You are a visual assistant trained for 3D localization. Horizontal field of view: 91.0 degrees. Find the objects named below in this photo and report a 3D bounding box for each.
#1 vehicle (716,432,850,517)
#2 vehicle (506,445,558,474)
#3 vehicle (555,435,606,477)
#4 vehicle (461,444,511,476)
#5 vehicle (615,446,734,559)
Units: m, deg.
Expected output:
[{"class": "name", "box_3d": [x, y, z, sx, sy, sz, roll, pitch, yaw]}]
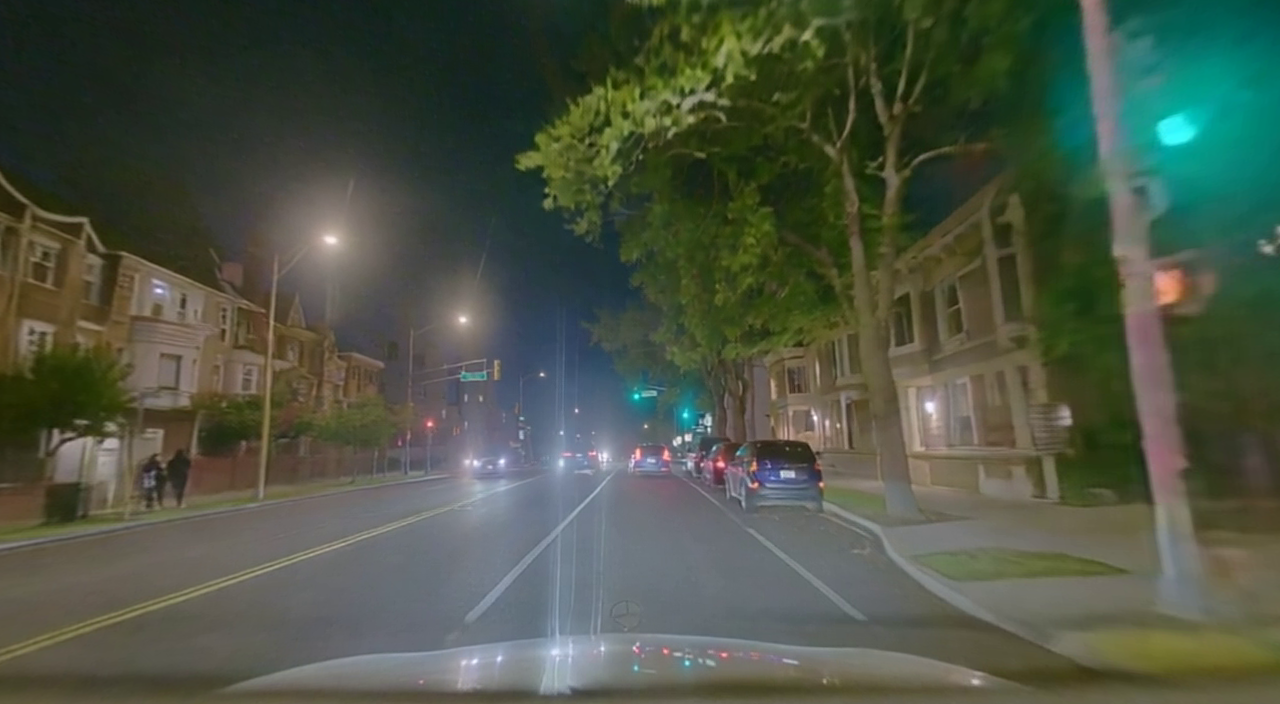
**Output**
[{"class": "vehicle", "box_3d": [2.984, 2.642, 14.096, 1.905, 1.589, 4.028, 0, -8, -3]}, {"class": "vehicle", "box_3d": [-5.971, 5.982, 35.315, 2.055, 1.521, 4.639, 0, -9, 1]}, {"class": "vehicle", "box_3d": [-2.750, 4.931, 30.032, 1.983, 1.841, 4.013, 0, -8, 1]}, {"class": "vehicle", "box_3d": [-9.060, 6.363, 37.370, 1.850, 1.720, 4.237, -1, -8, 0]}, {"class": "vehicle", "box_3d": [0.383, 2.151, 9.611, 1.485, 1.385, 3.283, 1, -9, -2]}]
